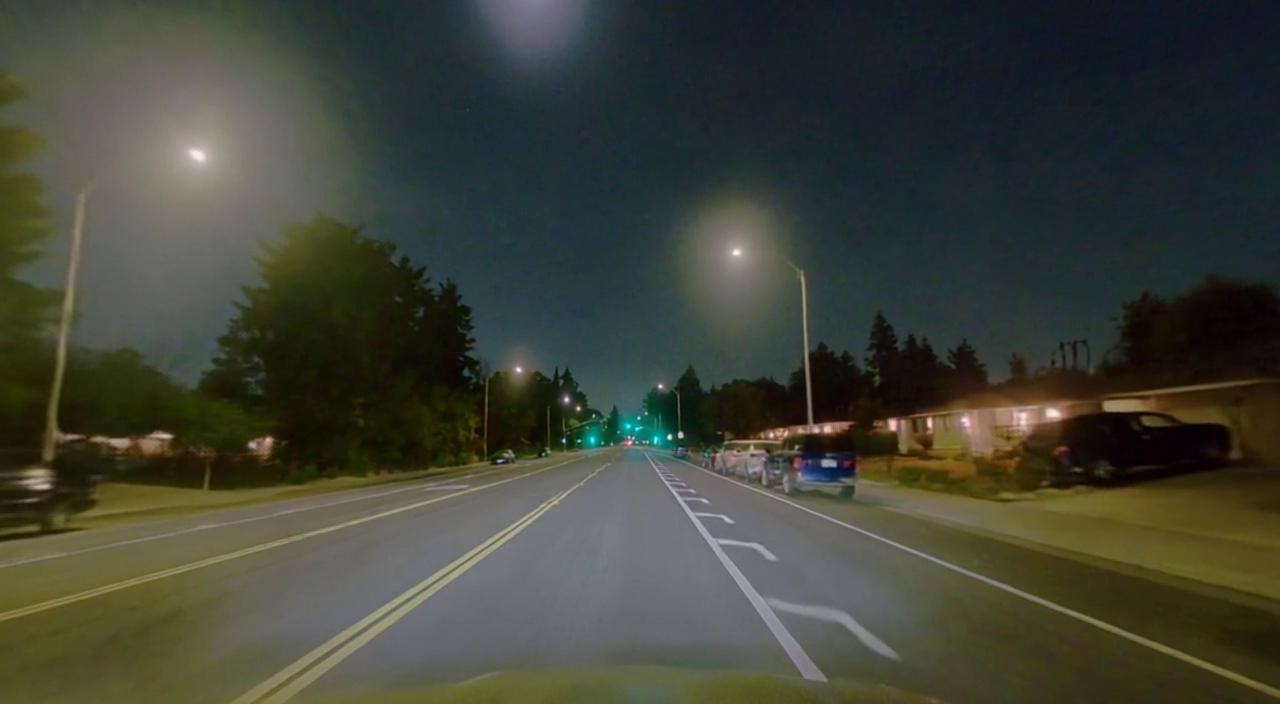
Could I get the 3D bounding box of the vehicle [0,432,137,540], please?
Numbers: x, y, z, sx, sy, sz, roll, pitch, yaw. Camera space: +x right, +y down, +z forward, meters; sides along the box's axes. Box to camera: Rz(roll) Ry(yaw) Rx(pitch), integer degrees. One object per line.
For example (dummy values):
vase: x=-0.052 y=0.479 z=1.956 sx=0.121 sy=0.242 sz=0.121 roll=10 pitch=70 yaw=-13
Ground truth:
vehicle: x=-12.578 y=2.547 z=11.894 sx=2.075 sy=1.917 sz=4.984 roll=-2 pitch=-10 yaw=0

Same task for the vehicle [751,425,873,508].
vehicle: x=4.421 y=3.019 z=17.284 sx=2.074 sy=1.838 sz=5.402 roll=1 pitch=-8 yaw=3

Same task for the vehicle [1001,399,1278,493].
vehicle: x=12.807 y=2.411 z=16.508 sx=5.296 sy=2.003 sz=2.200 roll=-3 pitch=-7 yaw=-1
